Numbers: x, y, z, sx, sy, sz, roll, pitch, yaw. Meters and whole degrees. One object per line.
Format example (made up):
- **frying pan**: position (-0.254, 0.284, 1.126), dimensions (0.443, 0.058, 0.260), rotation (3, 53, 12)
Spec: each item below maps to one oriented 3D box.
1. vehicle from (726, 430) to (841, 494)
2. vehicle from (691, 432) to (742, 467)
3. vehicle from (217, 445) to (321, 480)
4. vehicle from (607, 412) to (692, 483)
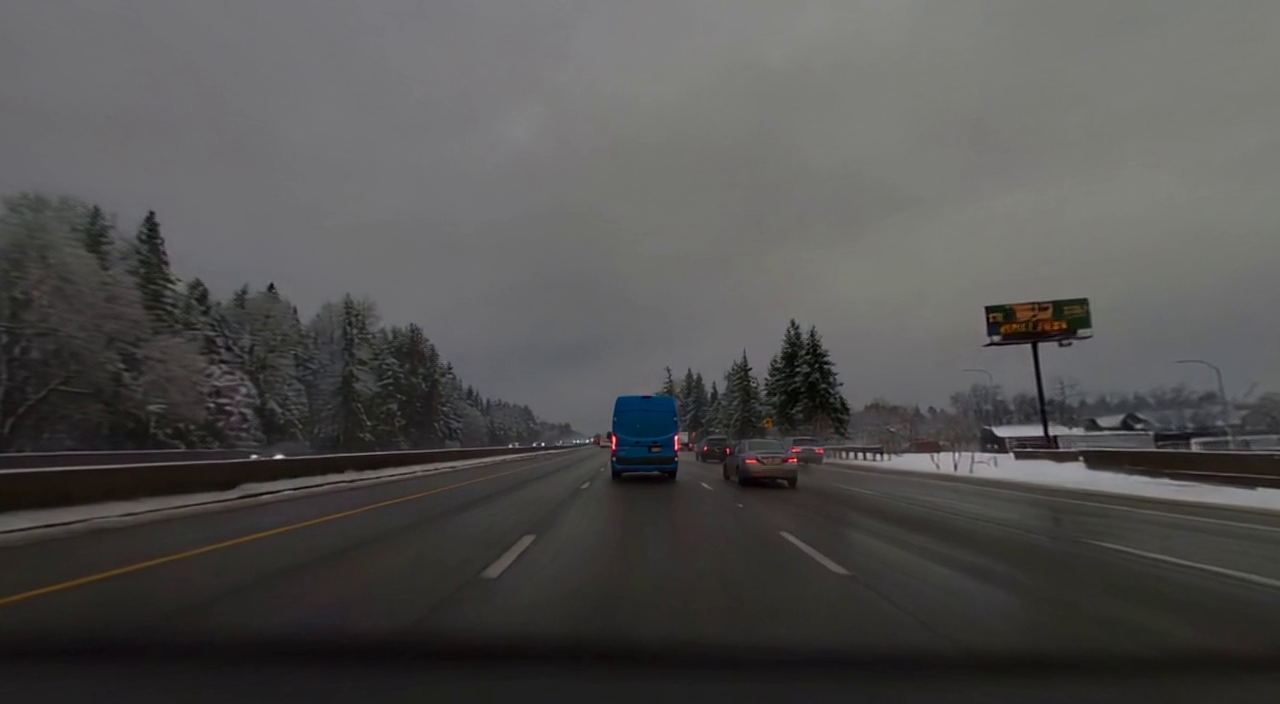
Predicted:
- **vehicle**: position (3.679, 2.894, 16.883), dimensions (2.099, 1.510, 3.784), rotation (0, -8, -1)
- **vehicle**: position (3.937, 5.102, 32.989), dimensions (2.019, 1.662, 3.977), rotation (0, -8, -2)
- **vehicle**: position (-17.095, 5.095, 29.212), dimensions (2.068, 1.479, 4.511), rotation (0, -8, 0)
- **vehicle**: position (0.208, 3.253, 21.535), dimensions (2.546, 2.087, 5.404), rotation (0, -8, -2)
